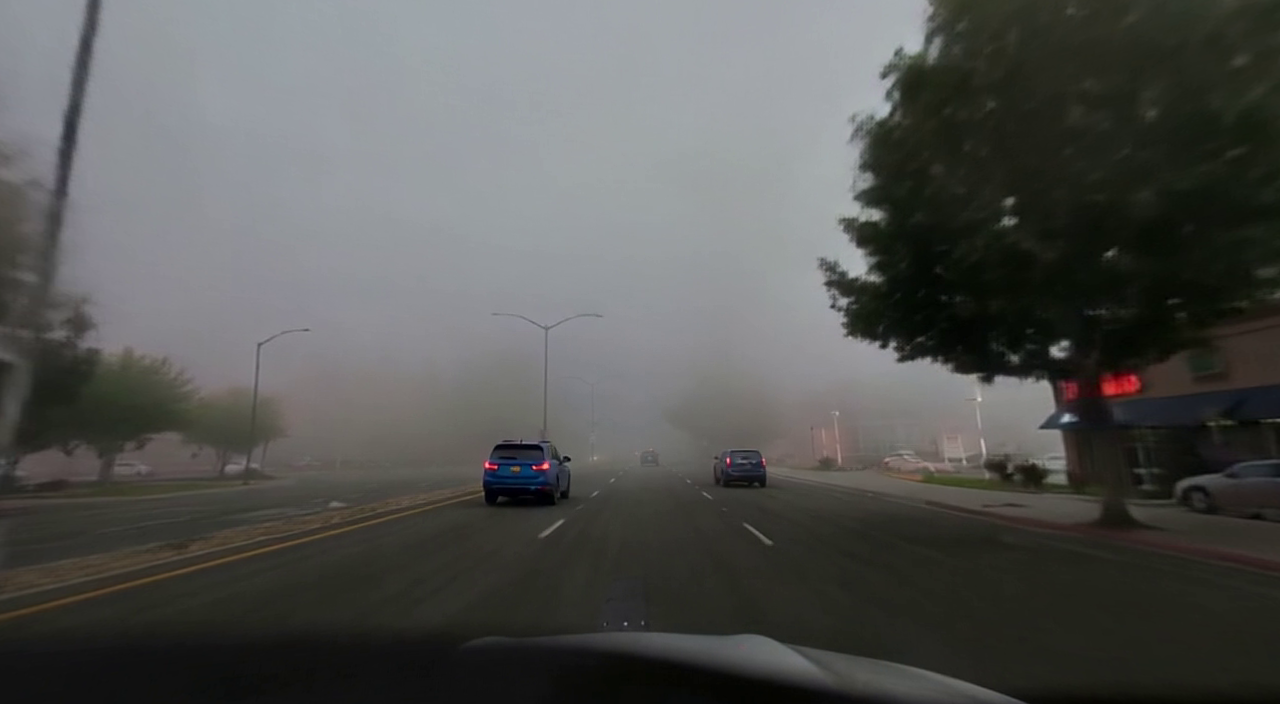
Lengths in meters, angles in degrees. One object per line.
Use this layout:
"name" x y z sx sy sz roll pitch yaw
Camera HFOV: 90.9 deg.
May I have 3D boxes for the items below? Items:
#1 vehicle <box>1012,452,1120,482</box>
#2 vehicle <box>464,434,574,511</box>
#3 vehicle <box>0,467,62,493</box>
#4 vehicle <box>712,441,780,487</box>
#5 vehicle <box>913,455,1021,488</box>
"vehicle" 29.371 7.907 43.587 5.672 1.918 2.236 0 -9 4
"vehicle" -3.121 3.209 17.295 2.047 1.810 4.414 0 -9 1
"vehicle" -38.878 8.099 40.099 3.857 1.463 1.808 -5 -10 28
"vehicle" 4.422 4.732 26.964 2.083 1.779 4.347 0 -9 -1
"vehicle" 16.797 6.132 32.557 4.479 1.445 1.946 -1 -8 -2
